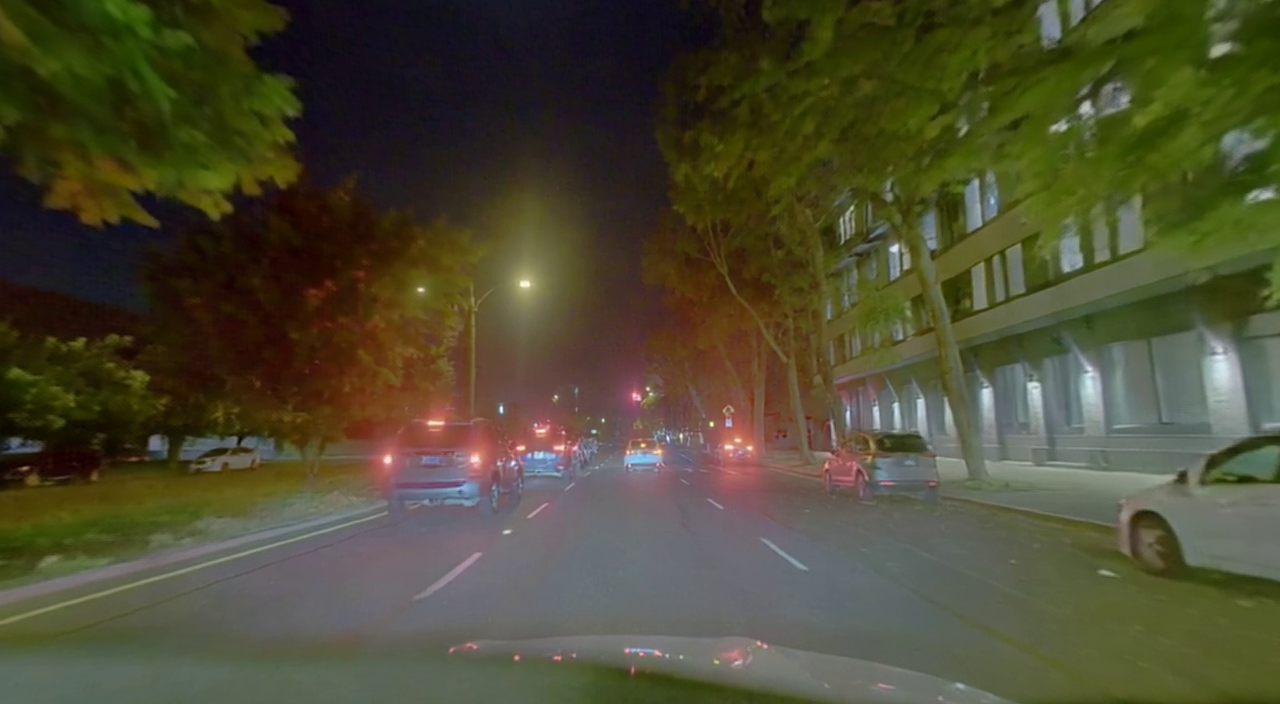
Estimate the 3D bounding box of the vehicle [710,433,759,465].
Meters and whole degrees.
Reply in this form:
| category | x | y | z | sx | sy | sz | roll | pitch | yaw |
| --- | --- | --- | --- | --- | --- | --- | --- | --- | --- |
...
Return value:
| category | x | y | z | sx | sy | sz | roll | pitch | yaw |
| --- | --- | --- | --- | --- | --- | --- | --- | --- | --- |
| vehicle | 5.951 | 6.221 | 40.486 | 2.300 | 1.903 | 4.579 | 0 | -8 | -2 |

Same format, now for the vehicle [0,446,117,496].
| category | x | y | z | sx | sy | sz | roll | pitch | yaw |
| --- | --- | --- | --- | --- | --- | --- | --- | --- | --- |
| vehicle | -22.212 | 4.307 | 23.240 | 1.910 | 1.632 | 4.624 | 0 | -8 | 0 |

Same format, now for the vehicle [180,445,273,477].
| category | x | y | z | sx | sy | sz | roll | pitch | yaw |
| --- | --- | --- | --- | --- | --- | --- | --- | --- | --- |
| vehicle | -22.452 | 5.921 | 34.553 | 2.148 | 1.607 | 4.428 | 0 | -8 | -1 |

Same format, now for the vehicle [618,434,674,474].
| category | x | y | z | sx | sy | sz | roll | pitch | yaw |
| --- | --- | --- | --- | --- | --- | --- | --- | --- | --- |
| vehicle | 0.189 | 4.387 | 27.385 | 2.201 | 1.589 | 3.843 | 0 | -8 | -3 |

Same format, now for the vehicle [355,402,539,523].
| category | x | y | z | sx | sy | sz | roll | pitch | yaw |
| --- | --- | --- | --- | --- | --- | --- | --- | --- | --- |
| vehicle | -3.550 | 2.164 | 12.837 | 2.223 | 1.957 | 4.845 | 0 | -8 | 0 |

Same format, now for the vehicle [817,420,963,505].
| category | x | y | z | sx | sy | sz | roll | pitch | yaw |
| --- | --- | --- | --- | --- | --- | --- | --- | --- | --- |
| vehicle | 6.388 | 2.868 | 16.799 | 1.997 | 1.943 | 4.409 | 0 | -8 | -1 |

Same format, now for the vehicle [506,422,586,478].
| category | x | y | z | sx | sy | sz | roll | pitch | yaw |
| --- | --- | --- | --- | --- | --- | --- | --- | --- | --- |
| vehicle | -3.577 | 3.886 | 25.134 | 2.487 | 1.978 | 4.628 | 0 | -8 | 0 |

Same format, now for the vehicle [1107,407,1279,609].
| category | x | y | z | sx | sy | sz | roll | pitch | yaw |
| --- | --- | --- | --- | --- | --- | --- | --- | --- | --- |
| vehicle | 6.630 | 1.341 | 5.424 | 2.164 | 1.727 | 3.955 | 0 | -8 | 0 |
